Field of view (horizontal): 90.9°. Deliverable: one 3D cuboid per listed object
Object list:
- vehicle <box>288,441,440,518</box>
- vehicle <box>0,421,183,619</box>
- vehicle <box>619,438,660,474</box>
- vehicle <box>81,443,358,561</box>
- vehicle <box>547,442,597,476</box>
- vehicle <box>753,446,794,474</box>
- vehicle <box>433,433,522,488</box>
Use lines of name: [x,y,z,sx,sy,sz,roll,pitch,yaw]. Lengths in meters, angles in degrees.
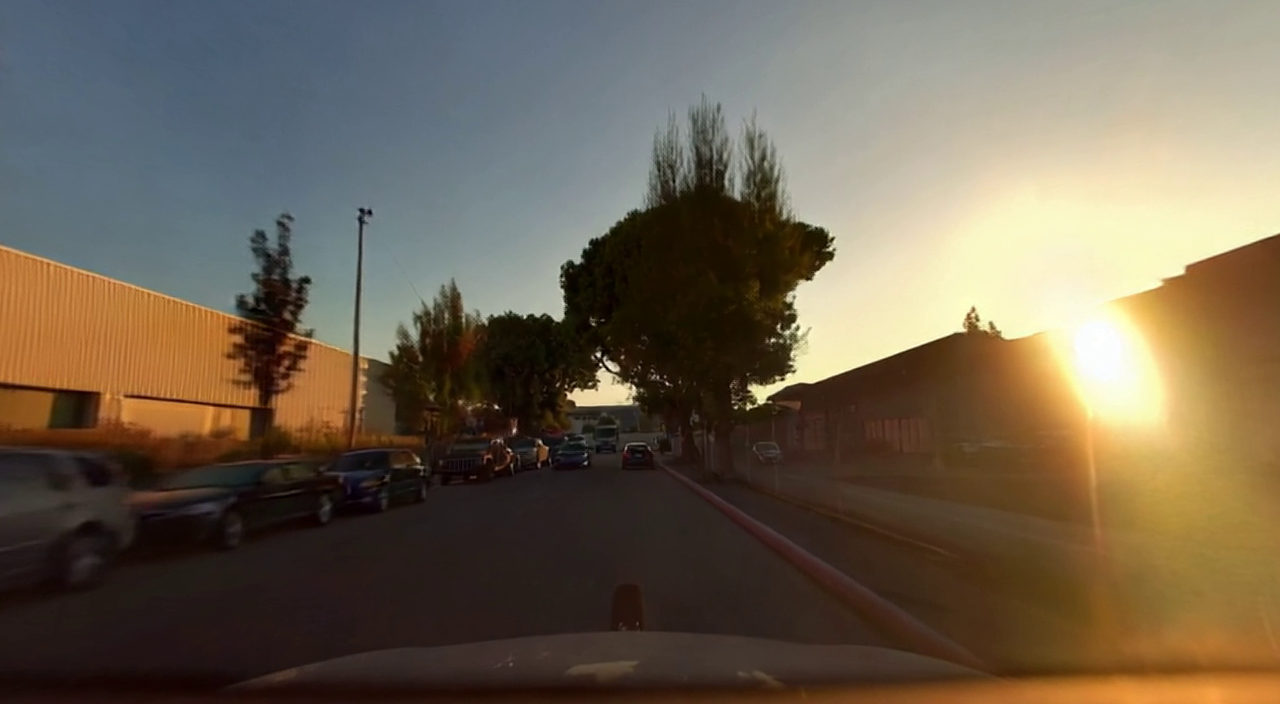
vehicle: [-6.373,2.941,15.151,1.799,1.579,4.048,0,-8,0]
vehicle: [-6.326,1.393,5.199,1.926,1.647,4.185,0,-8,0]
vehicle: [-0.004,5.837,35.600,2.152,1.874,4.042,0,-8,1]
vehicle: [-6.311,2.224,10.146,1.768,1.489,3.945,0,-8,-1]
vehicle: [-3.610,5.768,34.223,2.157,1.703,4.310,0,-8,1]
vehicle: [8.332,6.769,39.661,1.874,1.669,4.083,0,-9,3]
vehicle: [-6.412,4.396,25.604,2.139,1.943,5.295,-1,-10,1]
